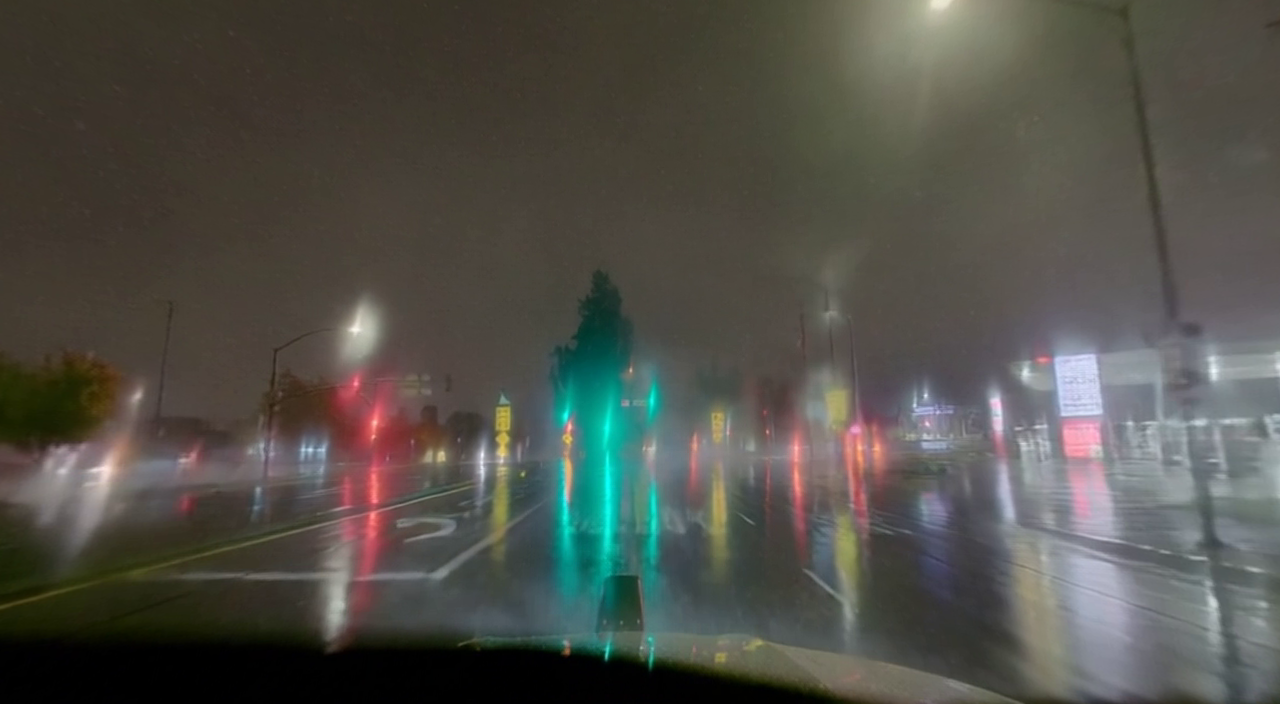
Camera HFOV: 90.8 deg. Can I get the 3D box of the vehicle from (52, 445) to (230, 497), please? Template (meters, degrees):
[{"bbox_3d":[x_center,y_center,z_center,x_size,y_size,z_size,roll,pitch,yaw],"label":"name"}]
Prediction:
[{"bbox_3d":[-16.241,3.850,20.953,1.911,1.478,4.601,-1,-8,4],"label":"vehicle"}]
